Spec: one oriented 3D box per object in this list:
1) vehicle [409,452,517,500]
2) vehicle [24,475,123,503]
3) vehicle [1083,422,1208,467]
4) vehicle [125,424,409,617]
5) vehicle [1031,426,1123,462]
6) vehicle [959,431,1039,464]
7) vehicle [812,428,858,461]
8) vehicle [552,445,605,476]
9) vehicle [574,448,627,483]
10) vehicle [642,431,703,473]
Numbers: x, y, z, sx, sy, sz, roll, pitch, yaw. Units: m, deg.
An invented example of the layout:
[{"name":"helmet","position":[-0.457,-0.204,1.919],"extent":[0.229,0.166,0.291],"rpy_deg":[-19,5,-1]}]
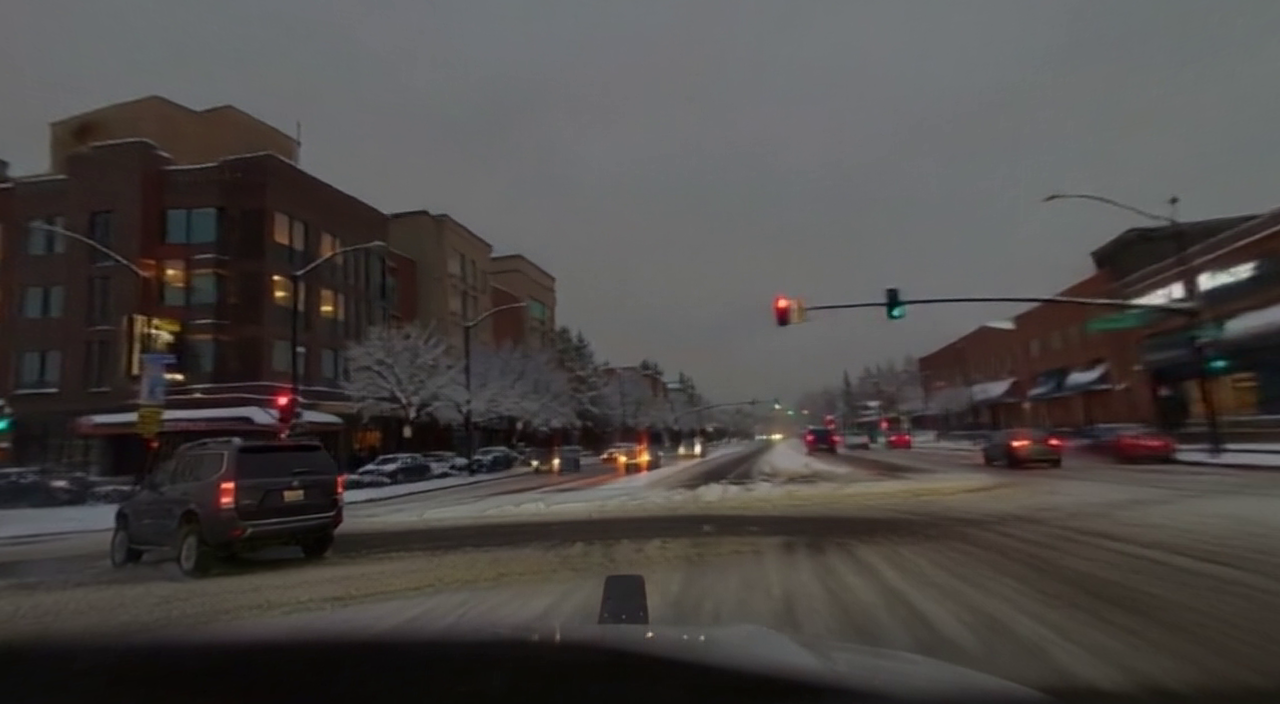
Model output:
[{"name":"vehicle","position":[-6.931,4.899,25.433],"extent":[1.993,1.708,5.219],"rpy_deg":[-2,-9,11]},{"name":"vehicle","position":[-34.936,8.445,38.923],"extent":[4.671,1.547,1.907],"rpy_deg":[-2,-9,9]},{"name":"vehicle","position":[19.519,3.662,24.636],"extent":[1.746,1.446,4.475],"rpy_deg":[-7,-11,10]},{"name":"vehicle","position":[-5.287,2.028,8.655],"extent":[2.157,1.863,4.665],"rpy_deg":[8,-12,-44]},{"name":"vehicle","position":[20.455,4.400,29.738],"extent":[1.798,1.431,4.429],"rpy_deg":[-7,-11,11]},{"name":"vehicle","position":[16.979,4.582,30.103],"extent":[1.863,1.426,4.494],"rpy_deg":[-2,-9,11]},{"name":"vehicle","position":[12.224,5.844,39.840],"extent":[2.115,1.932,5.189],"rpy_deg":[-2,-9,10]},{"name":"vehicle","position":[-3.915,7.047,41.155],"extent":[2.176,1.835,4.648],"rpy_deg":[-2,-9,11]},{"name":"vehicle","position":[-1.964,5.750,32.297],"extent":[1.760,1.491,3.722],"rpy_deg":[0,-7,11]},{"name":"vehicle","position":[1.872,5.363,33.780],"extent":[2.428,2.035,5.636],"rpy_deg":[-2,-9,11]}]
